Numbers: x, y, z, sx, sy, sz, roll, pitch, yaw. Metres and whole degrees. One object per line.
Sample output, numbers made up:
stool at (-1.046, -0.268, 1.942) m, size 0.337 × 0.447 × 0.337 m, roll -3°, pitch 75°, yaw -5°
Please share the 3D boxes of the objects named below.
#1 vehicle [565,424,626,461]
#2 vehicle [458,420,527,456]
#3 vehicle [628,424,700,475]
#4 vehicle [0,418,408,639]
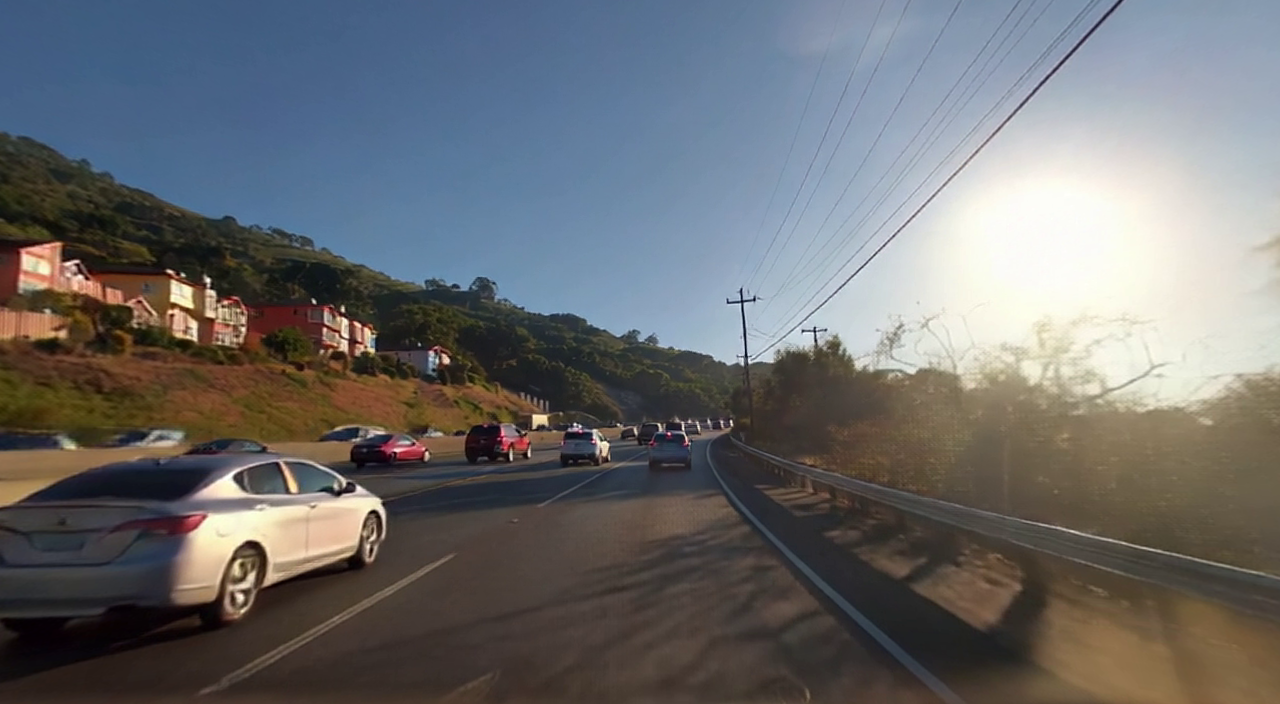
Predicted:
vehicle at (-2.034, 4.354, 30.308) m, size 2.121 × 1.639 × 4.383 m, roll -1°, pitch -8°, yaw 7°
vehicle at (-8.175, 4.855, 35.400) m, size 2.080 × 1.833 × 4.461 m, roll -2°, pitch -8°, yaw 10°
vehicle at (0.838, 3.164, 20.544) m, size 2.109 × 1.495 × 3.935 m, roll -1°, pitch -8°, yaw 4°
vehicle at (-4.454, 1.552, 6.746) m, size 1.956 × 1.478 × 4.789 m, roll -1°, pitch -8°, yaw 2°
